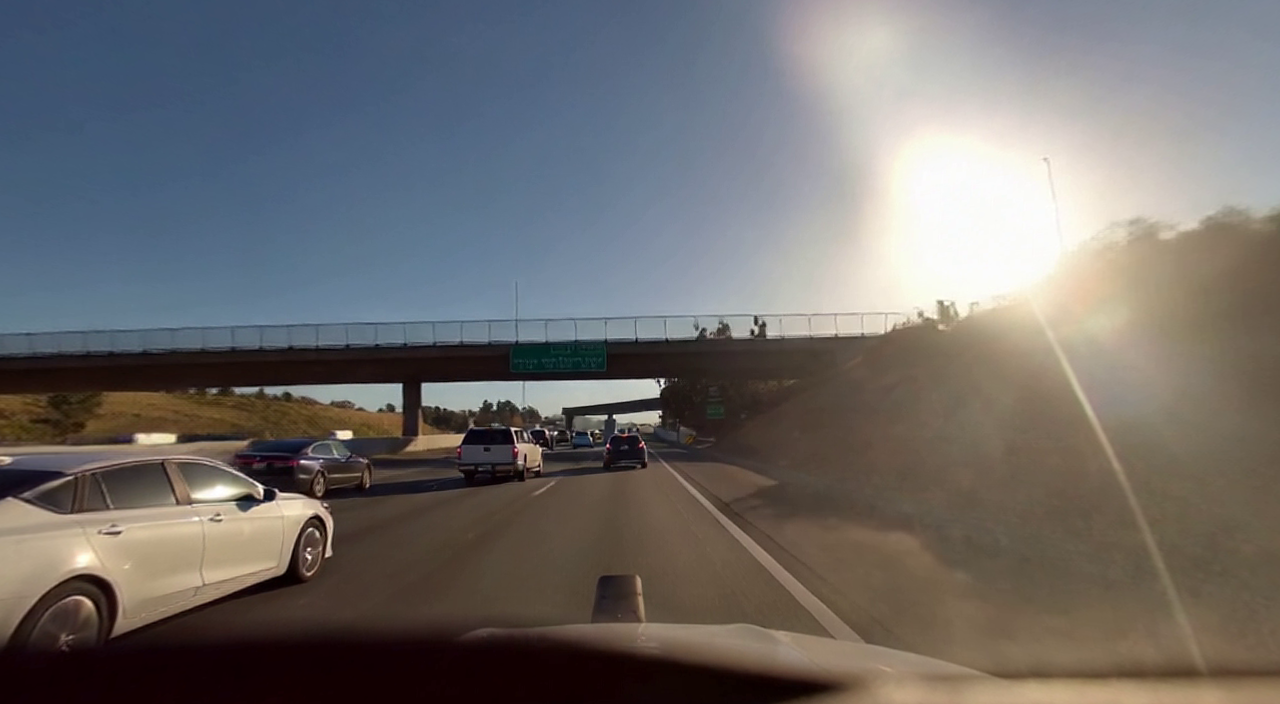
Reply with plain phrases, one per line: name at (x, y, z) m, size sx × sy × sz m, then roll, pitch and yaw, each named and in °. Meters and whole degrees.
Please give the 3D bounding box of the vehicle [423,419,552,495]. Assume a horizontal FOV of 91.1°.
vehicle at (-3.779, 2.692, 16.563) m, size 2.154 × 1.690 × 4.595 m, roll 0°, pitch -8°, yaw 1°

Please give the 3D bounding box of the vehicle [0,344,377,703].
vehicle at (-3.857, 1.052, 4.437) m, size 2.107 × 1.703 × 4.274 m, roll 0°, pitch -8°, yaw 0°

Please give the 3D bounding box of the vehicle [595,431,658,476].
vehicle at (-0.466, 3.630, 22.770) m, size 2.070 × 1.452 × 3.834 m, roll 0°, pitch -8°, yaw 0°
